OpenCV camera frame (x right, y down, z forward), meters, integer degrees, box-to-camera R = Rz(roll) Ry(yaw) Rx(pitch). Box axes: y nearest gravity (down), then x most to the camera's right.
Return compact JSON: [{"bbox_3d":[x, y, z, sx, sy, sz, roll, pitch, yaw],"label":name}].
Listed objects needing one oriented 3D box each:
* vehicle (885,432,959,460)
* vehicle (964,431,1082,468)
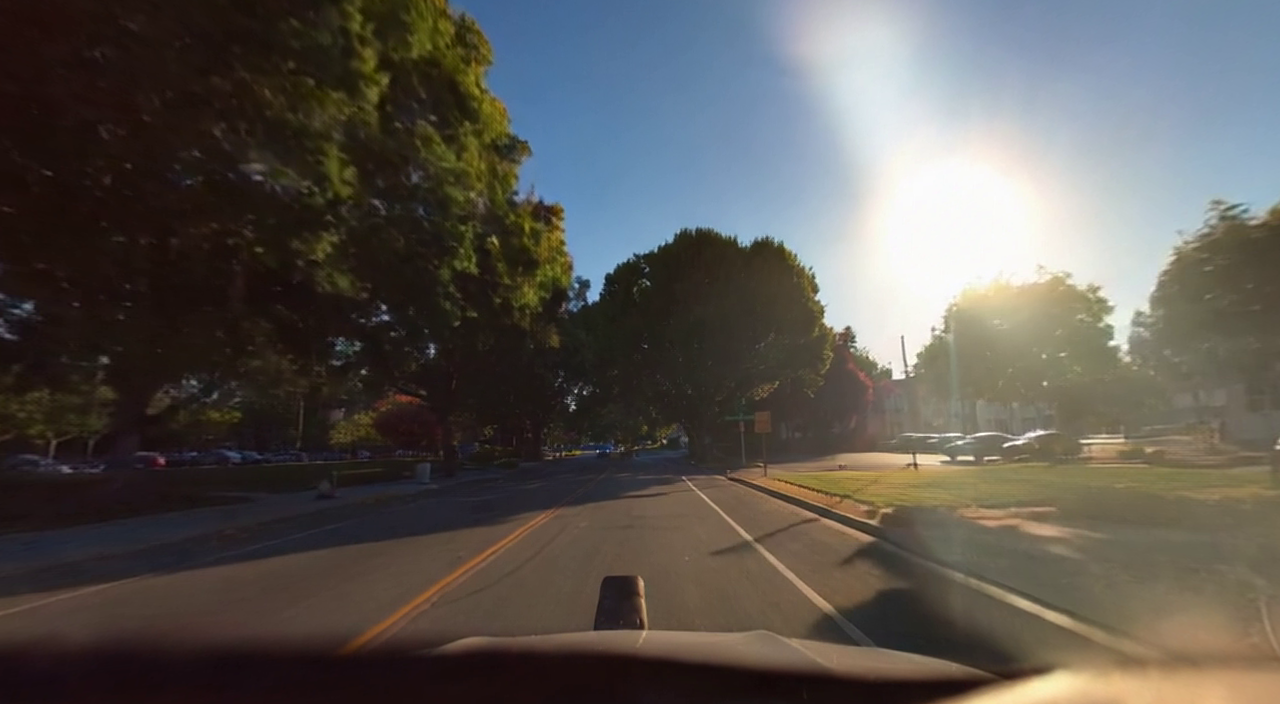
[{"bbox_3d":[21.584,7.223,48.501,4.593,1.776,2.094,-5,-9,1],"label":"vehicle"},{"bbox_3d":[17.541,4.476,29.059,4.134,1.580,1.952,0,-9,-3],"label":"vehicle"}]
